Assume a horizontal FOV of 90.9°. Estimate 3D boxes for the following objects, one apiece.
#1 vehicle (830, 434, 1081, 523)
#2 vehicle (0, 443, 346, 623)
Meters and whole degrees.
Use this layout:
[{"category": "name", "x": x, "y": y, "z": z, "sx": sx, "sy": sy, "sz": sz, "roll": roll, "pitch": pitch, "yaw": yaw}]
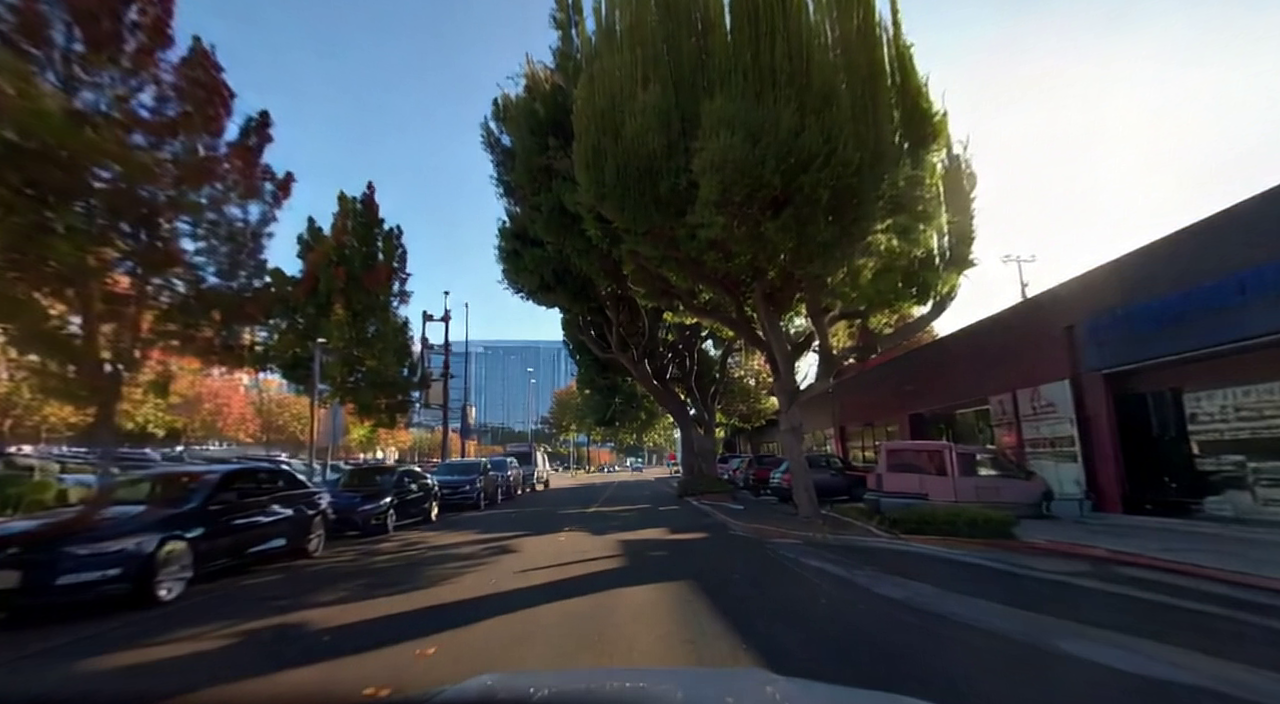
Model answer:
[{"category": "vehicle", "x": 6.414, "y": 2.639, "z": 13.233, "sx": 4.193, "sy": 1.665, "sz": 1.924, "roll": 1, "pitch": -11, "yaw": -1}, {"category": "vehicle", "x": -5.674, "y": 2.008, "z": 7.793, "sx": 1.939, "sy": 1.565, "sz": 4.185, "roll": 0, "pitch": -11, "yaw": 1}]
